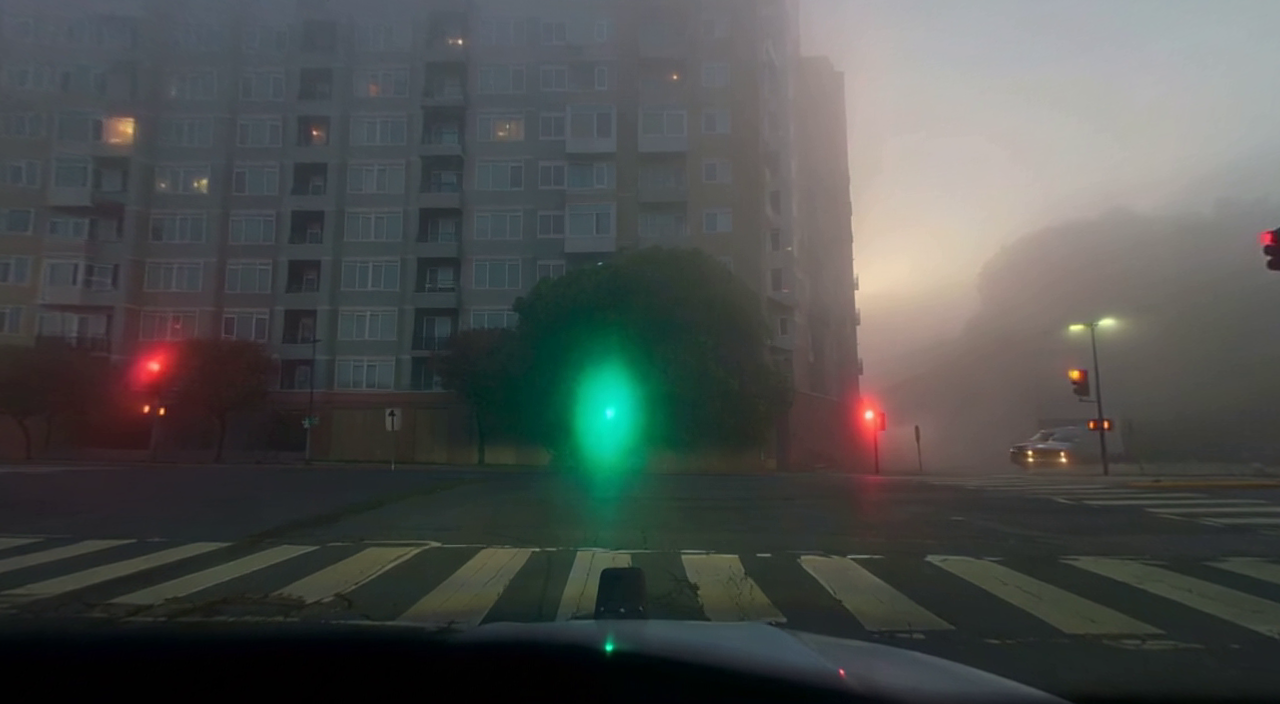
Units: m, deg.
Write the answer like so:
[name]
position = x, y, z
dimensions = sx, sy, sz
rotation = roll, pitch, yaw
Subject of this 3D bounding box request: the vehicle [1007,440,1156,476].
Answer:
[vehicle]
position = 18.578, 4.465, 26.697
dimensions = 4.823, 1.458, 1.914
rotation = 0, -9, -1
